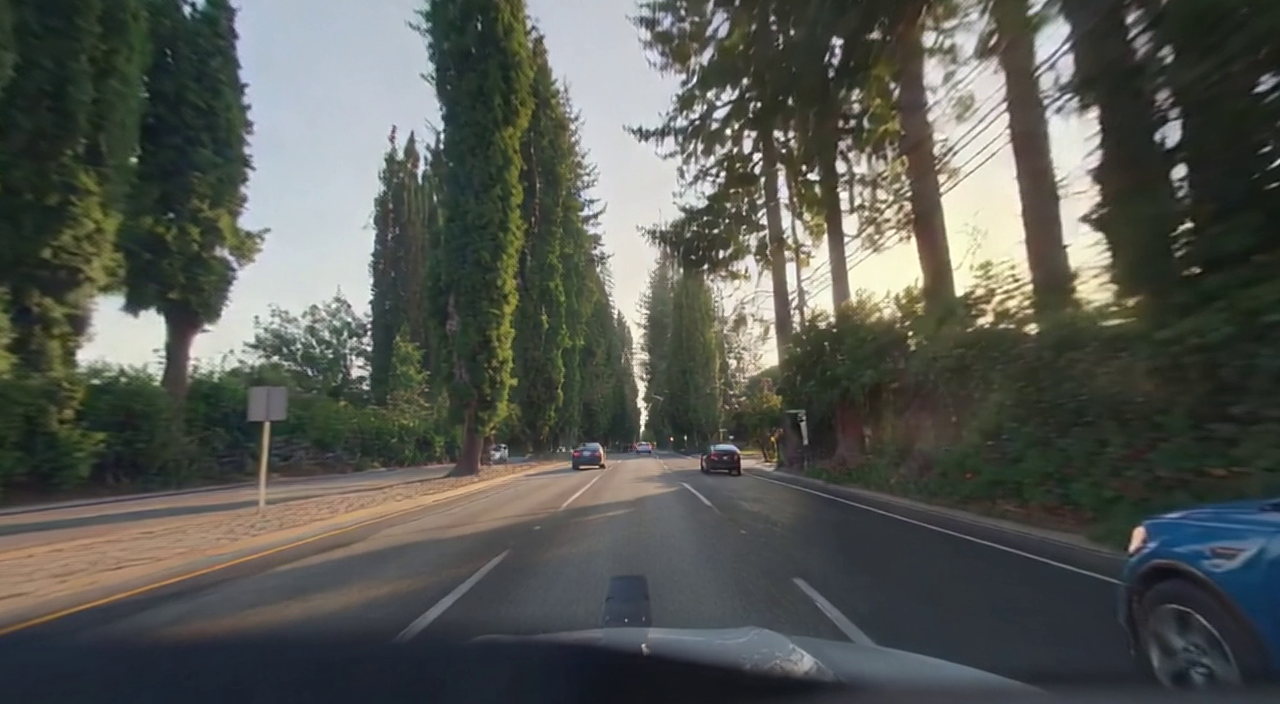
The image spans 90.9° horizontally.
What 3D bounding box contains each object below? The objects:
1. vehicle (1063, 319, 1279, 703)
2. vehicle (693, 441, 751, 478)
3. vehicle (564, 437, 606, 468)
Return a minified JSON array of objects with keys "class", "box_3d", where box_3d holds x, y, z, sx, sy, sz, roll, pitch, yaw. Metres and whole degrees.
[{"class":"vehicle","box_3d":[3.390,0.593,1.125,2.182,1.744,4.464,0,-8,1]},{"class":"vehicle","box_3d":[3.494,4.646,27.611,1.906,1.468,4.422,0,-8,-1]},{"class":"vehicle","box_3d":[-3.260,6.112,38.427,2.066,1.725,4.241,0,-8,1]}]
